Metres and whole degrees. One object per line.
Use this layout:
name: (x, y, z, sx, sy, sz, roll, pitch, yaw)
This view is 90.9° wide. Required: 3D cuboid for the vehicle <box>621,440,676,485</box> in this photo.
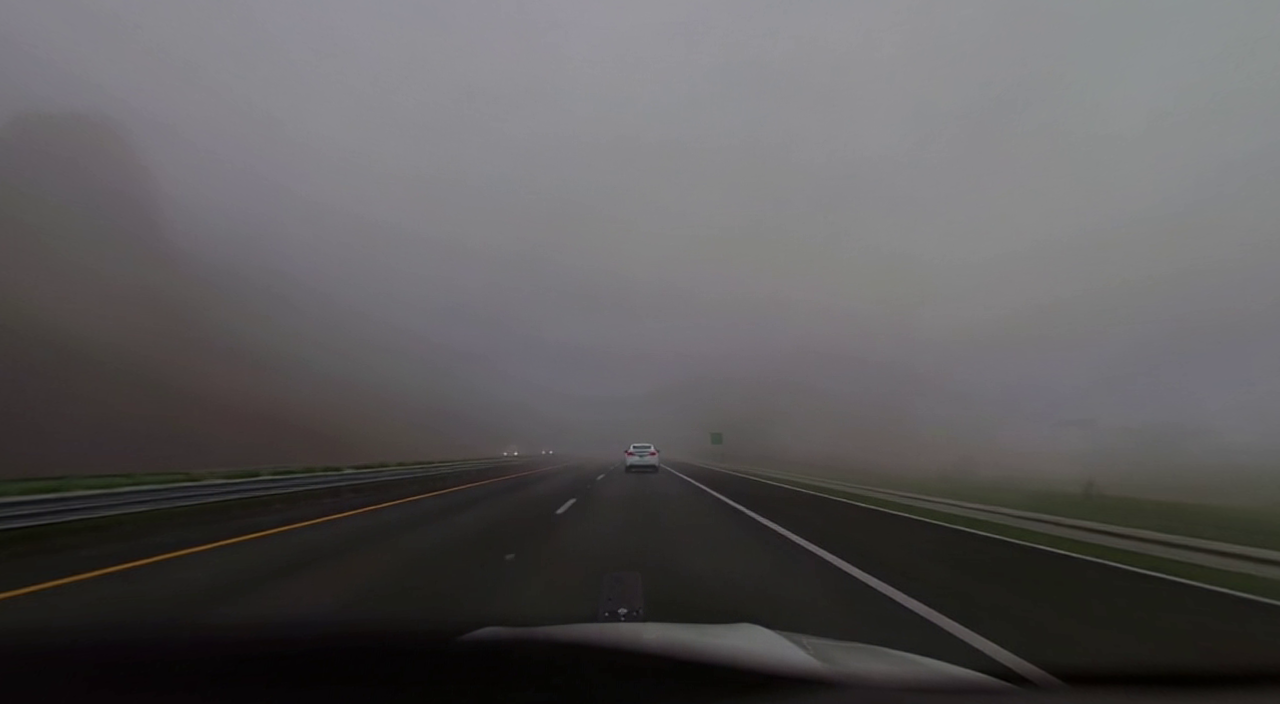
vehicle: (0.284, 4.631, 26.682, 2.135, 1.686, 4.517, 0, -9, -1)
